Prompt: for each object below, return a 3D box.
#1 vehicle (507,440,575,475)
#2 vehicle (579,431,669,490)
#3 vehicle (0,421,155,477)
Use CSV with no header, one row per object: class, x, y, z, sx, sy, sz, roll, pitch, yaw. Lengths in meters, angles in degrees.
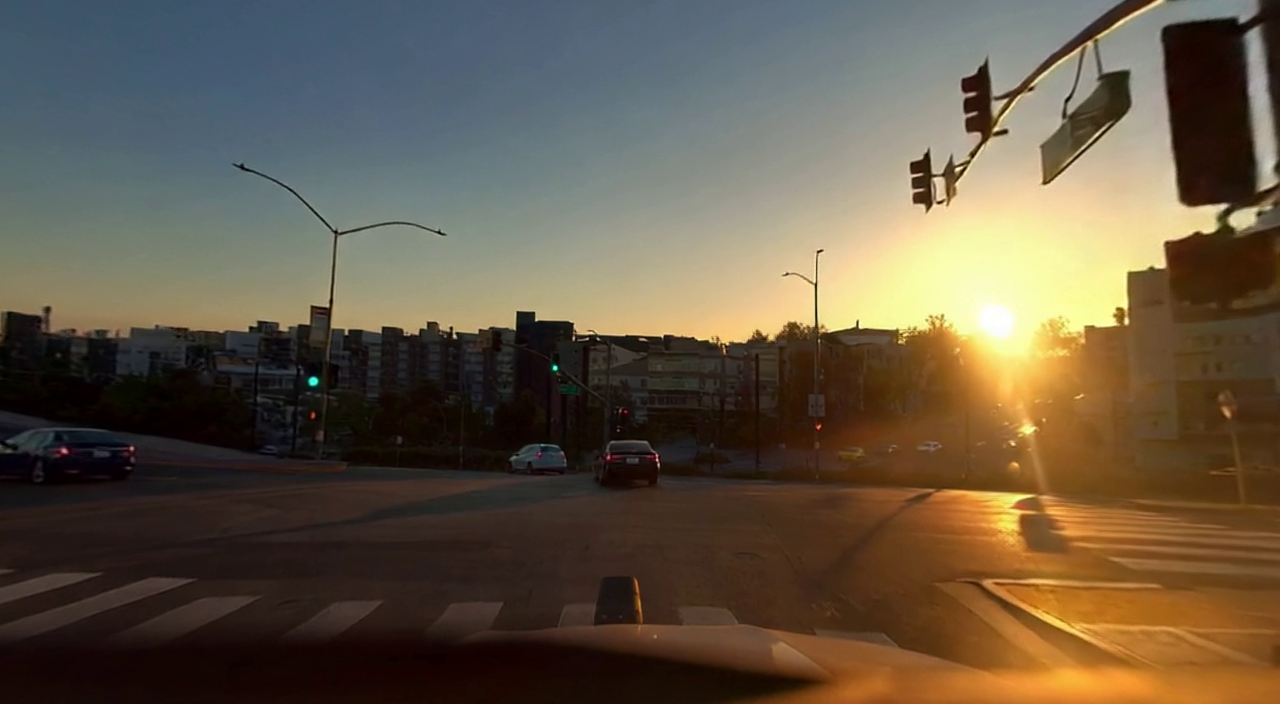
vehicle,-4.987,5.221,31.529,2.007,1.605,3.852,5,-9,-31
vehicle,-0.596,3.137,18.611,2.048,1.516,3.874,1,-8,-11
vehicle,-18.437,3.060,20.144,5.413,1.572,2.325,-4,-9,24
